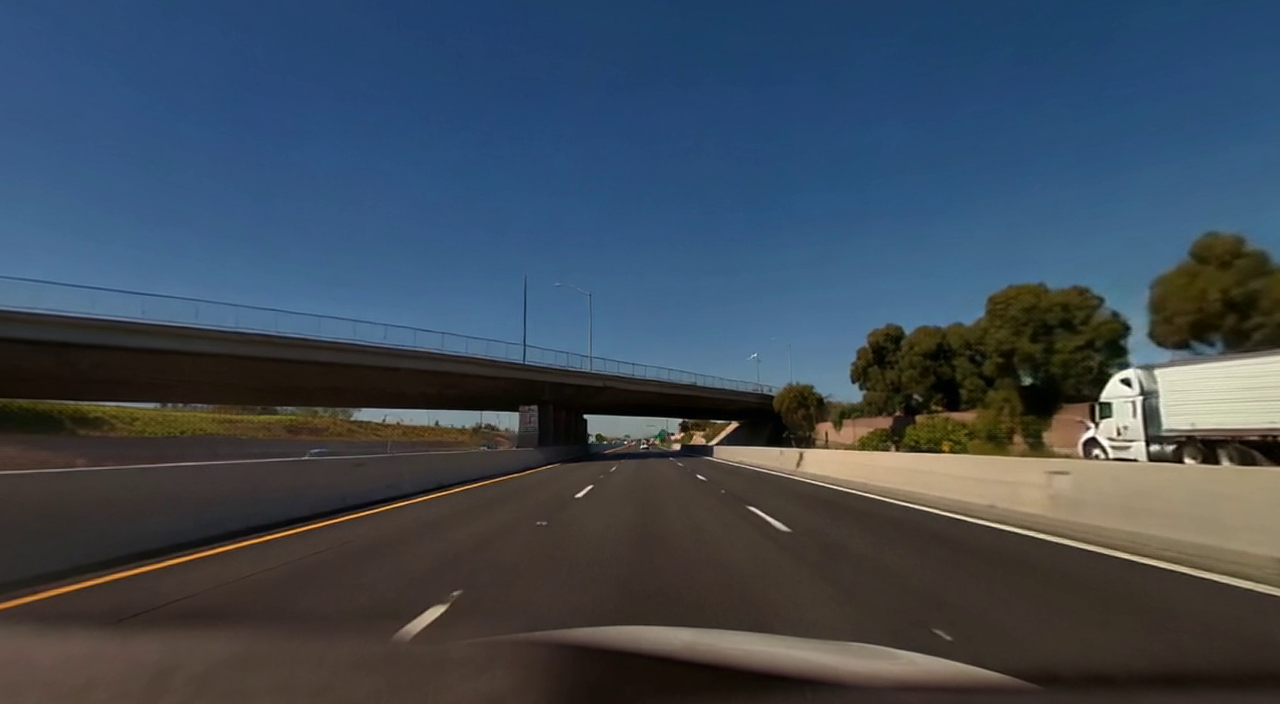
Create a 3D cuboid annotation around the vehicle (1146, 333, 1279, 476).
[{"bbox_3d":[20.807,1.022,14.776,2.836,4.027,14.280,3,-9,-19],"label":"vehicle"}]
